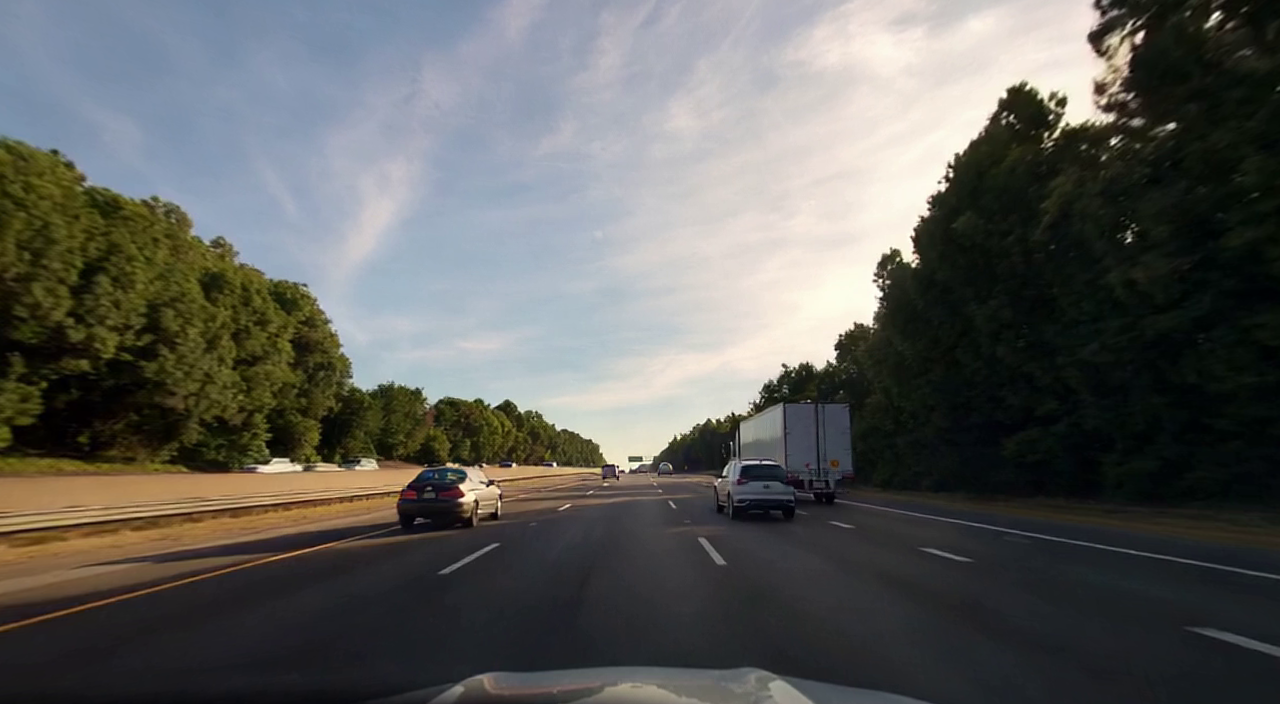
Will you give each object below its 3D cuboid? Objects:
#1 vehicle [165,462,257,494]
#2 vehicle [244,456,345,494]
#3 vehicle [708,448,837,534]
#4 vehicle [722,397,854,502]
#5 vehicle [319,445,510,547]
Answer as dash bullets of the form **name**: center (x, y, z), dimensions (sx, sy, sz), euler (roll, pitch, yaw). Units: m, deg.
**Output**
- **vehicle**: center (-23.153, 6.812, 34.099), dimensions (1.963, 1.602, 4.151), euler (1, -10, 0)
- **vehicle**: center (-15.500, 5.535, 28.516), dimensions (1.944, 1.539, 4.598), euler (1, -10, 0)
- **vehicle**: center (2.956, 3.252, 15.161), dimensions (2.050, 1.708, 4.457), euler (1, -10, -1)
- **vehicle**: center (7.031, 5.451, 33.787), dimensions (2.883, 4.151, 17.144), euler (1, -10, 0)
- **vehicle**: center (-3.970, 2.636, 11.983), dimensions (2.025, 1.547, 4.150), euler (1, -10, 1)
